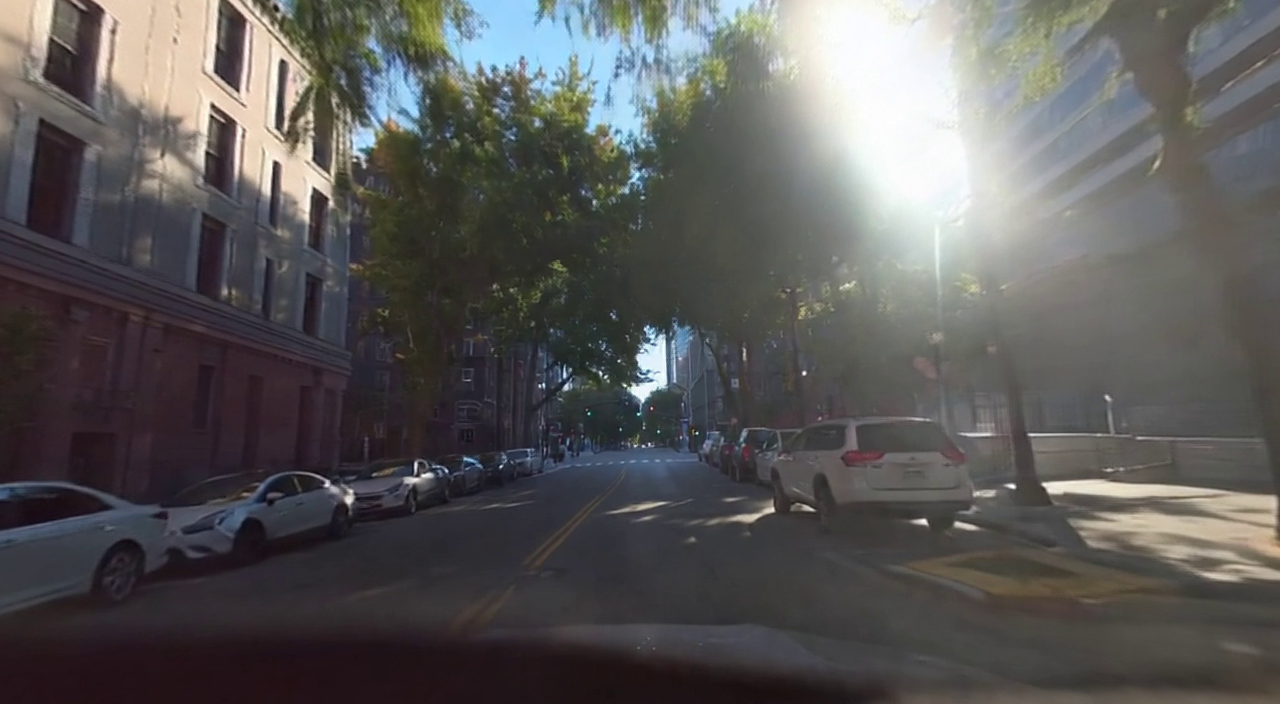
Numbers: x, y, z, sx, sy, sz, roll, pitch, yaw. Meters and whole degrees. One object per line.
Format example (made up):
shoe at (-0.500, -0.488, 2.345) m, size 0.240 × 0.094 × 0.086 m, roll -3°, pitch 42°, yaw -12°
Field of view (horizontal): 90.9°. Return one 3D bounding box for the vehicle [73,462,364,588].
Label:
vehicle at (-6.863, 2.807, 11.167) m, size 1.889 × 1.451 × 5.013 m, roll -3°, pitch -8°, yaw -2°

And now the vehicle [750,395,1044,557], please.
vehicle at (3.973, 2.096, 11.495) m, size 2.568 × 2.001 × 5.999 m, roll -3°, pitch -8°, yaw -2°

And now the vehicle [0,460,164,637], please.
vehicle at (-6.935, 1.867, 5.572) m, size 1.944 × 1.574 × 4.717 m, roll -3°, pitch -8°, yaw -2°

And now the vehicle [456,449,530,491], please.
vehicle at (-6.440, 5.183, 28.161) m, size 2.270 × 1.539 × 4.855 m, roll -3°, pitch -8°, yaw -2°

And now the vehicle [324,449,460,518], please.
vehicle at (-6.690, 3.536, 17.601) m, size 2.110 × 1.498 × 4.555 m, roll -3°, pitch -8°, yaw -2°
